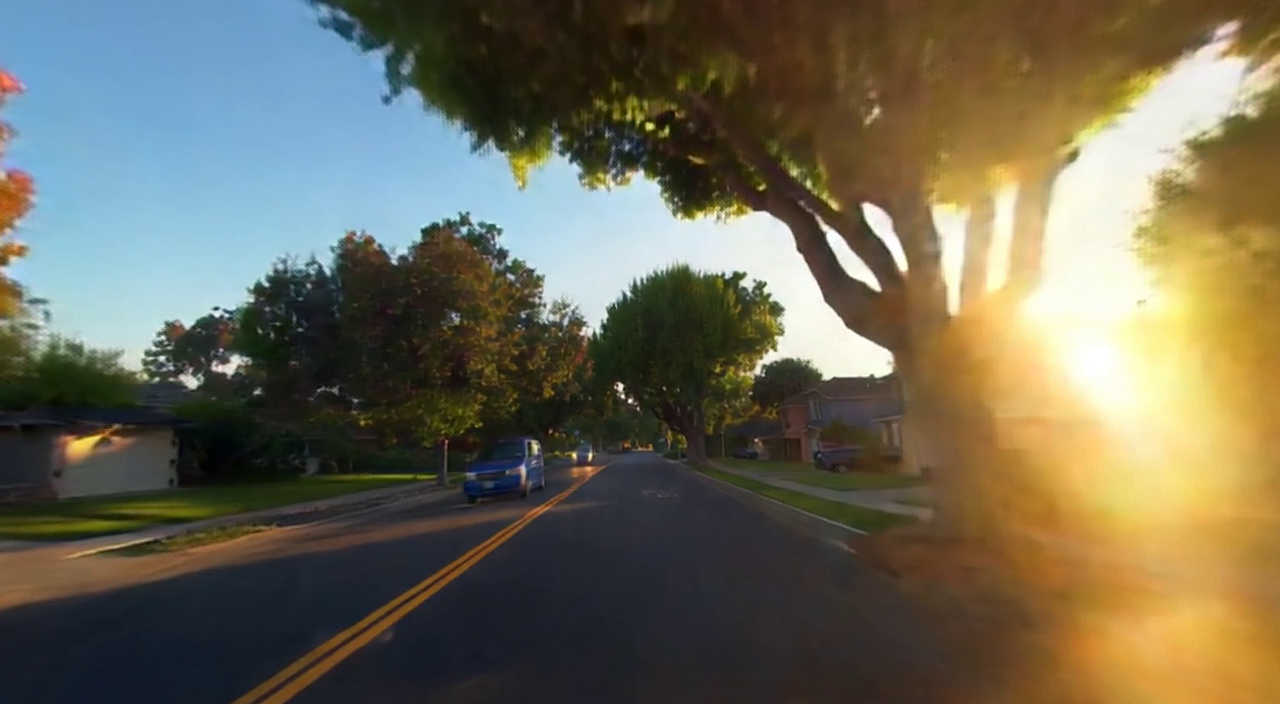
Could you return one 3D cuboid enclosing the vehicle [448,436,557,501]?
[{"bbox_3d":[-4.306,3.756,20.901,2.303,1.813,5.660,0,-8,0],"label":"vehicle"}]
